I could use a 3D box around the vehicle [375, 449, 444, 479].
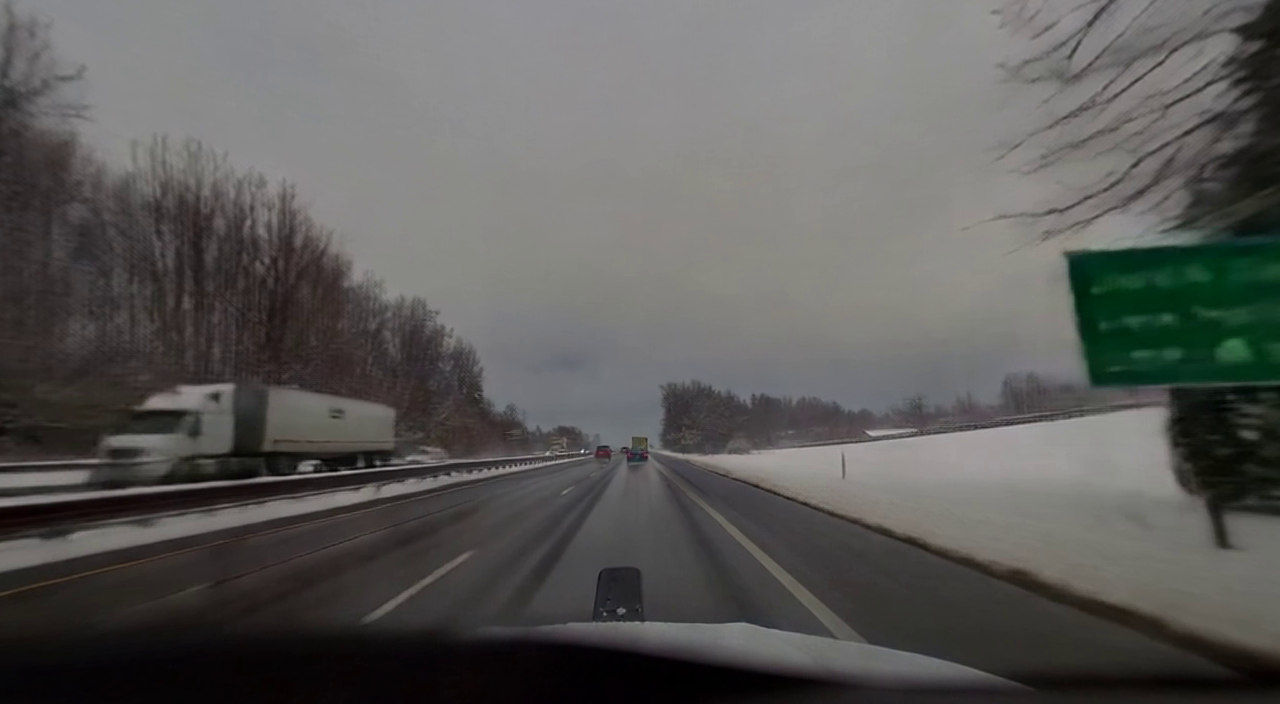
[{"bbox_3d":[-11.648,5.675,32.176,1.932,1.384,4.216,0,-9,0],"label":"vehicle"}]

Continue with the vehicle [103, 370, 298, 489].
[{"bbox_3d":[-16.242,3.018,24.001,2.910,3.942,5.877,0,-9,0],"label":"vehicle"}]

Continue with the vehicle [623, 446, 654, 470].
[{"bbox_3d":[-0.099,6.564,39.226,1.853,1.436,3.438,0,-9,-1],"label":"vehicle"}]
